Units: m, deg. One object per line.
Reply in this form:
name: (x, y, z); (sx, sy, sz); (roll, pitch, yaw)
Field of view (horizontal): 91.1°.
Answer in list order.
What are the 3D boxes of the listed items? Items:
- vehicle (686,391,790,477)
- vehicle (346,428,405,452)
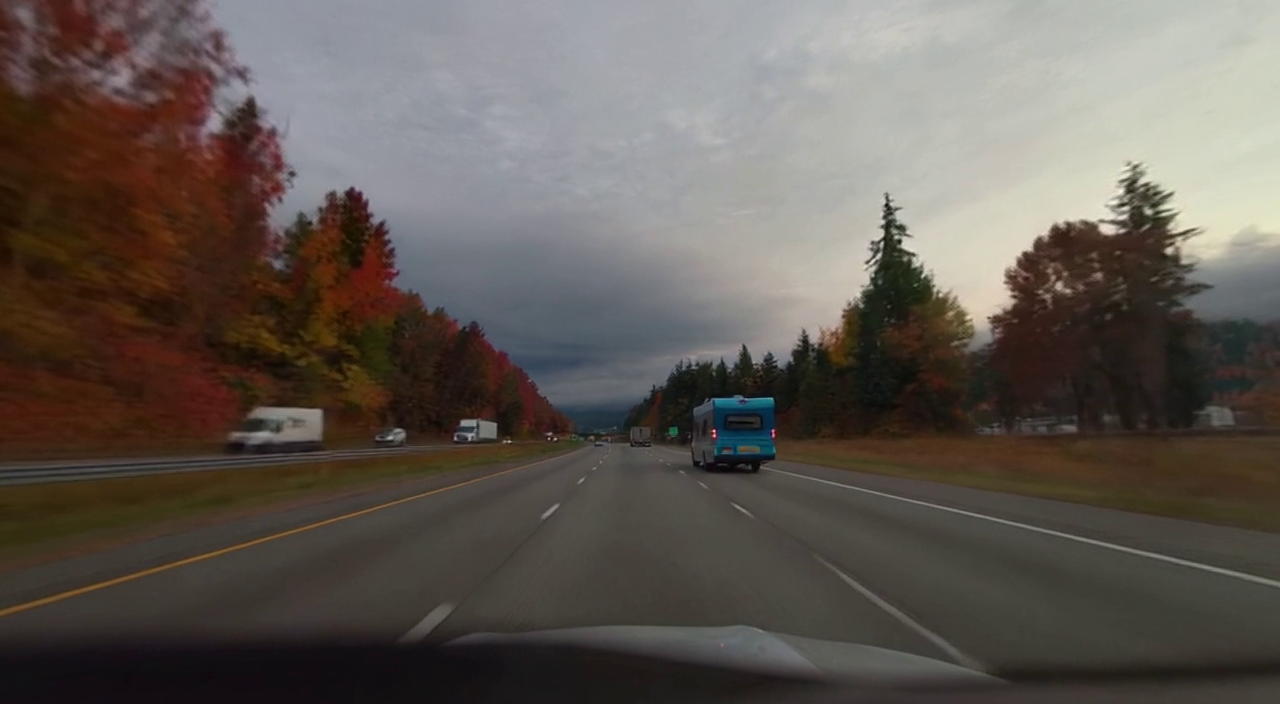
vehicle: (3.555, 3.239, 24.742); (2.815, 2.876, 7.101); (0, -8, -1)
vehicle: (-17.316, 5.800, 41.415); (1.861, 1.502, 4.738); (0, -8, 0)
